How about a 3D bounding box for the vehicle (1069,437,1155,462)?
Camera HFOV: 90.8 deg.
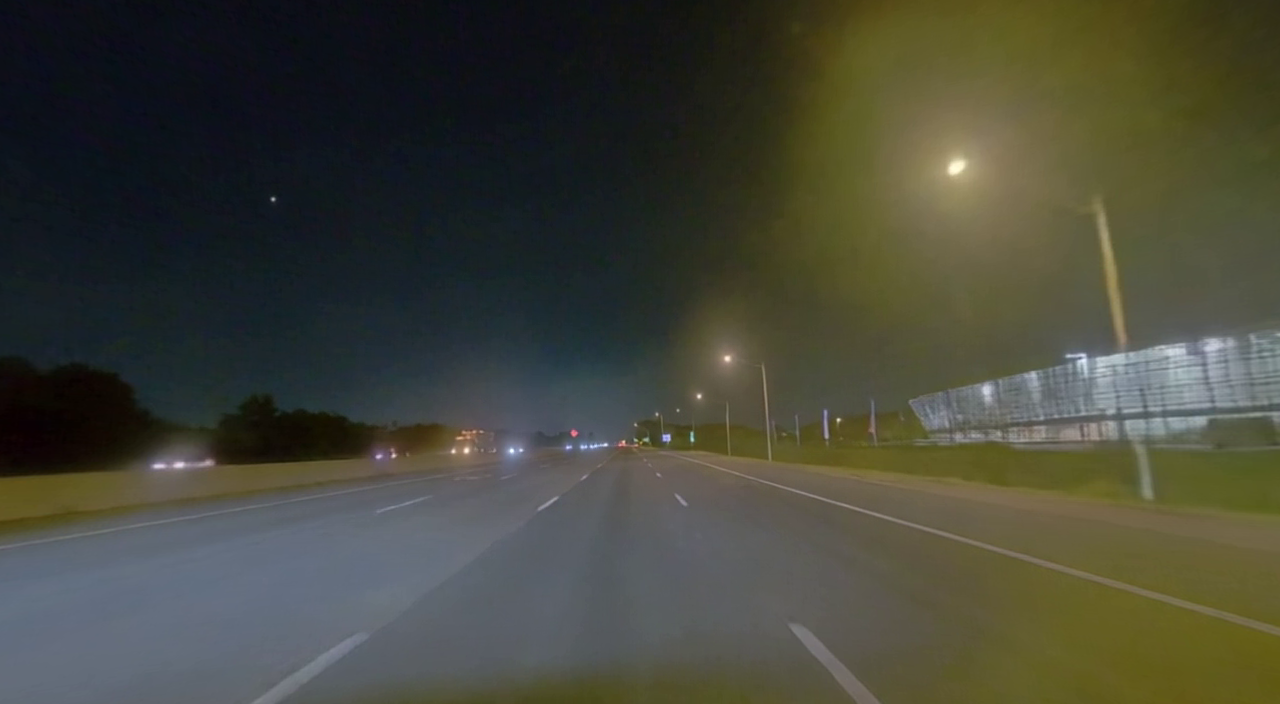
[{"bbox_3d":[30.345,6.269,40.682,4.050,1.484,1.837,-1,-9,0],"label":"vehicle"}]
